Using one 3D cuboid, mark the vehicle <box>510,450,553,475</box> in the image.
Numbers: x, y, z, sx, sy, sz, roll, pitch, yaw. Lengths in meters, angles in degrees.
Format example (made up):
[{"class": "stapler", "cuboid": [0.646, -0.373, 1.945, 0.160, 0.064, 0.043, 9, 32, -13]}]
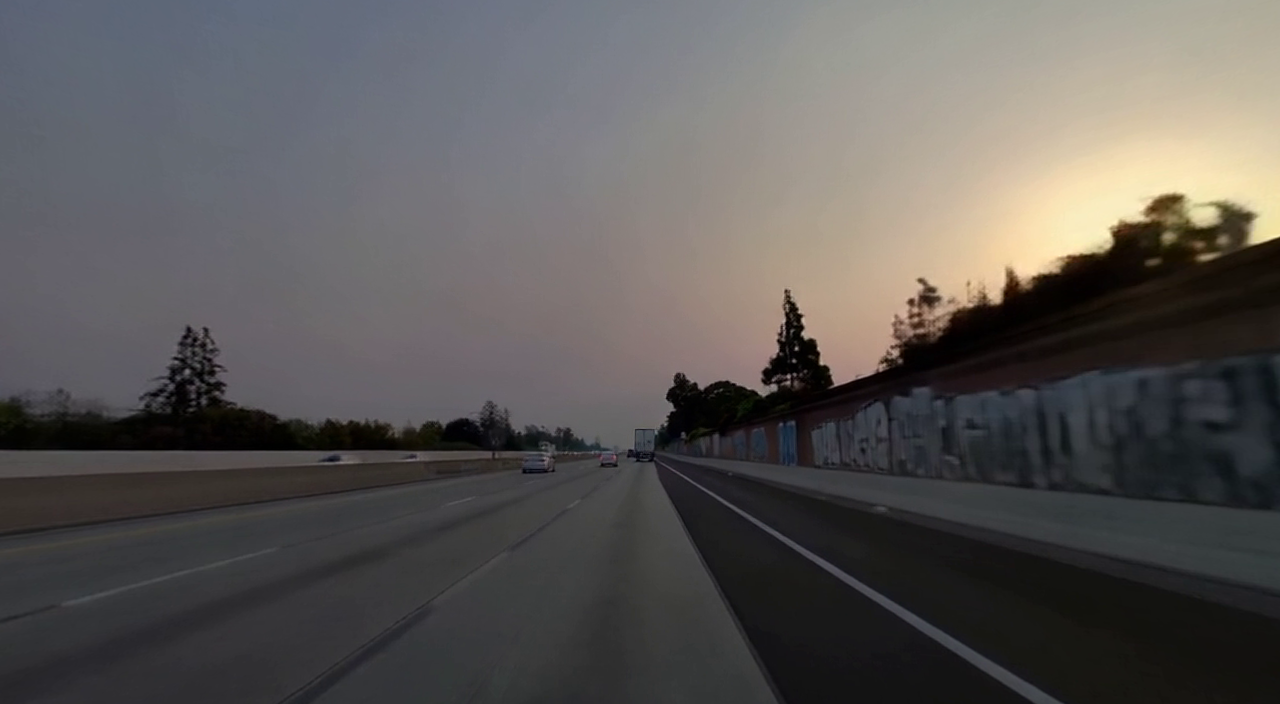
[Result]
[{"class": "vehicle", "cuboid": [-6.627, 6.767, 38.672, 2.027, 1.431, 3.033, 0, -9, 1]}]
